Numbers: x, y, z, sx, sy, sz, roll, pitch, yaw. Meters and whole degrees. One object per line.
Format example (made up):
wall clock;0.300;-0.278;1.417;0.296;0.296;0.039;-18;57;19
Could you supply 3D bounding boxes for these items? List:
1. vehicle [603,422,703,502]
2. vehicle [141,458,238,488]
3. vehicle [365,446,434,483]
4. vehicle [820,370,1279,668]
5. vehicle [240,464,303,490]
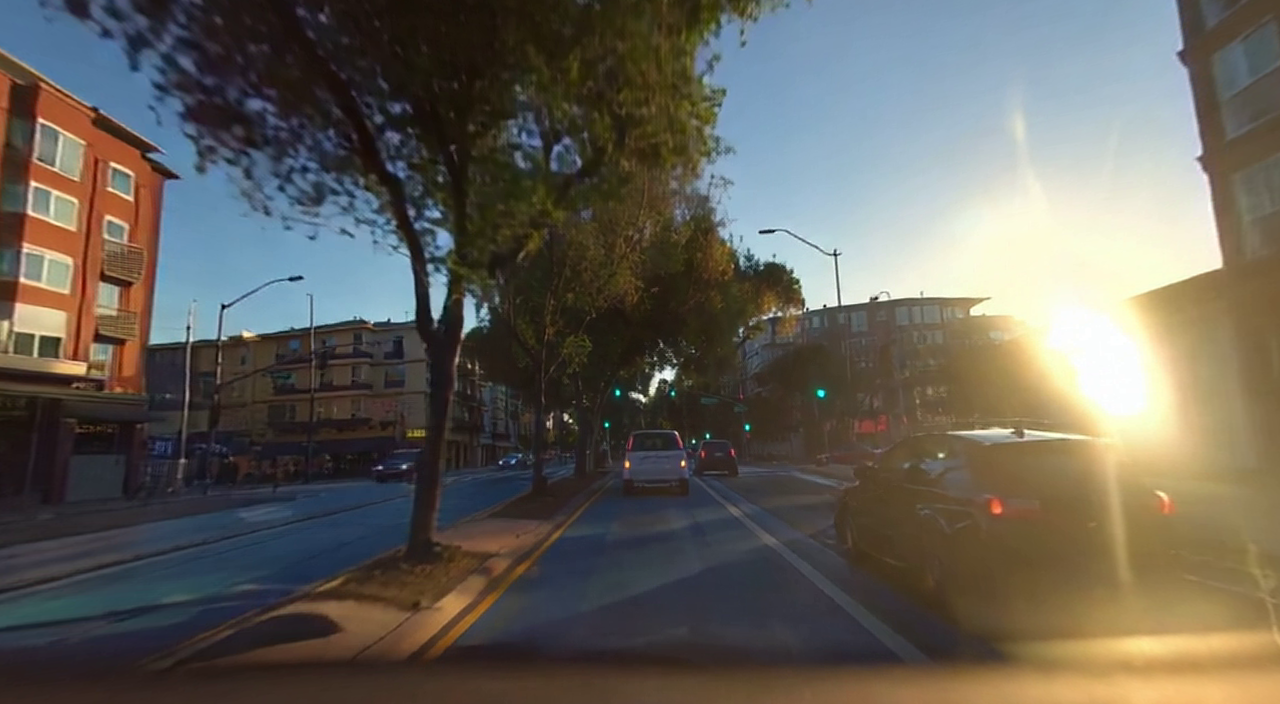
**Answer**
vehicle;0.299;2.758;16.106;2.209;1.748;4.130;0;-9;1
vehicle;-28.882;7.743;40.536;4.558;1.818;2.120;0;-9;1
vehicle;-13.443;6.273;35.562;1.914;1.889;4.585;-1;-9;2
vehicle;3.225;1.282;5.831;1.939;1.746;4.091;0;-9;1
vehicle;-27.259;9.233;46.695;3.416;1.466;1.840;4;-5;0
